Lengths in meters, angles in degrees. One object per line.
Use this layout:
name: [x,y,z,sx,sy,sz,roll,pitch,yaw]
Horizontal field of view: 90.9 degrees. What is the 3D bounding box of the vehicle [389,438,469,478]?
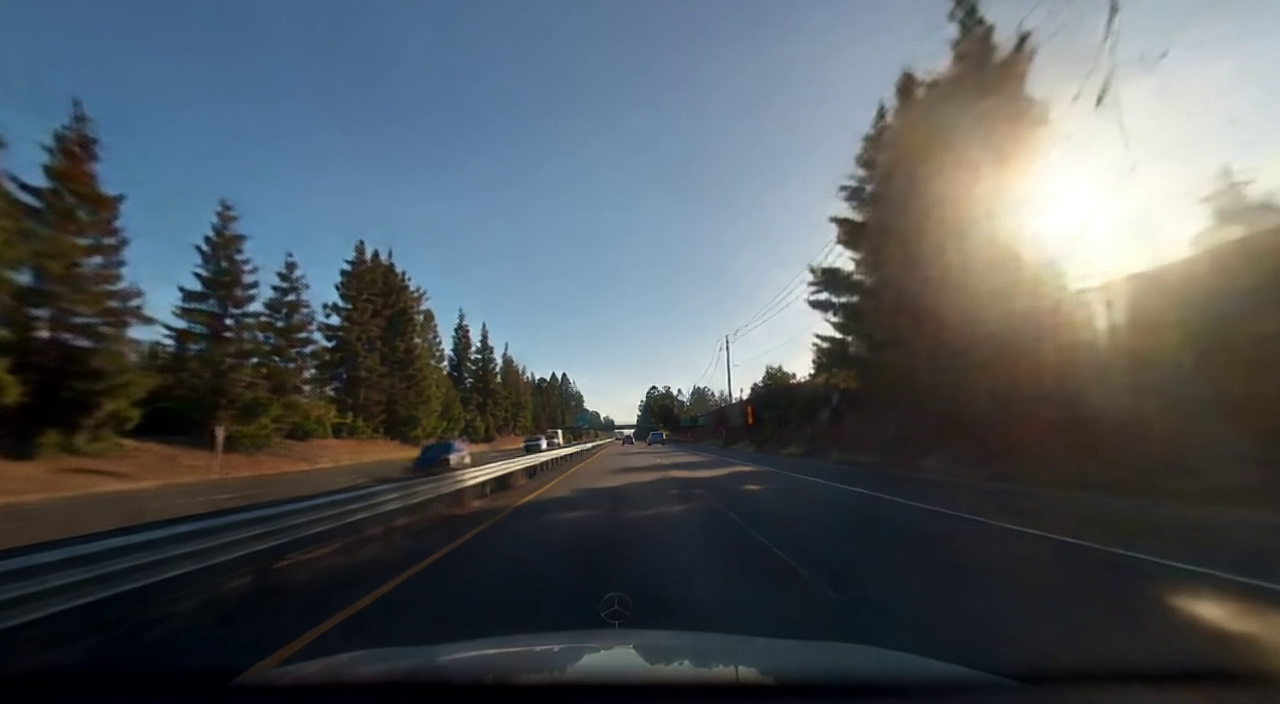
vehicle: [-8.372,4.208,25.399,1.791,1.446,4.298,0,-8,-1]
